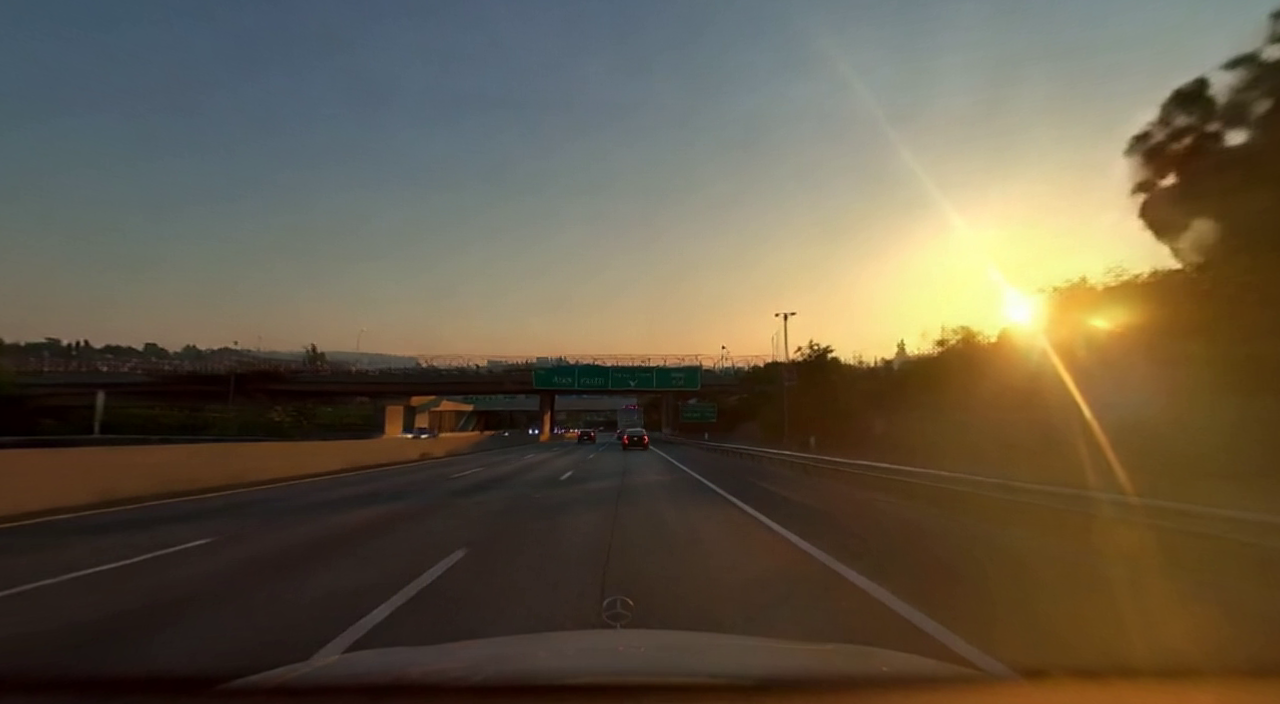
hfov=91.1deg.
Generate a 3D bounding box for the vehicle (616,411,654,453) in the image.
[{"bbox_3d":[-0.445,5.577,43.703,2.418,2.704,6.445,0,-8,-3],"label":"vehicle"}]
